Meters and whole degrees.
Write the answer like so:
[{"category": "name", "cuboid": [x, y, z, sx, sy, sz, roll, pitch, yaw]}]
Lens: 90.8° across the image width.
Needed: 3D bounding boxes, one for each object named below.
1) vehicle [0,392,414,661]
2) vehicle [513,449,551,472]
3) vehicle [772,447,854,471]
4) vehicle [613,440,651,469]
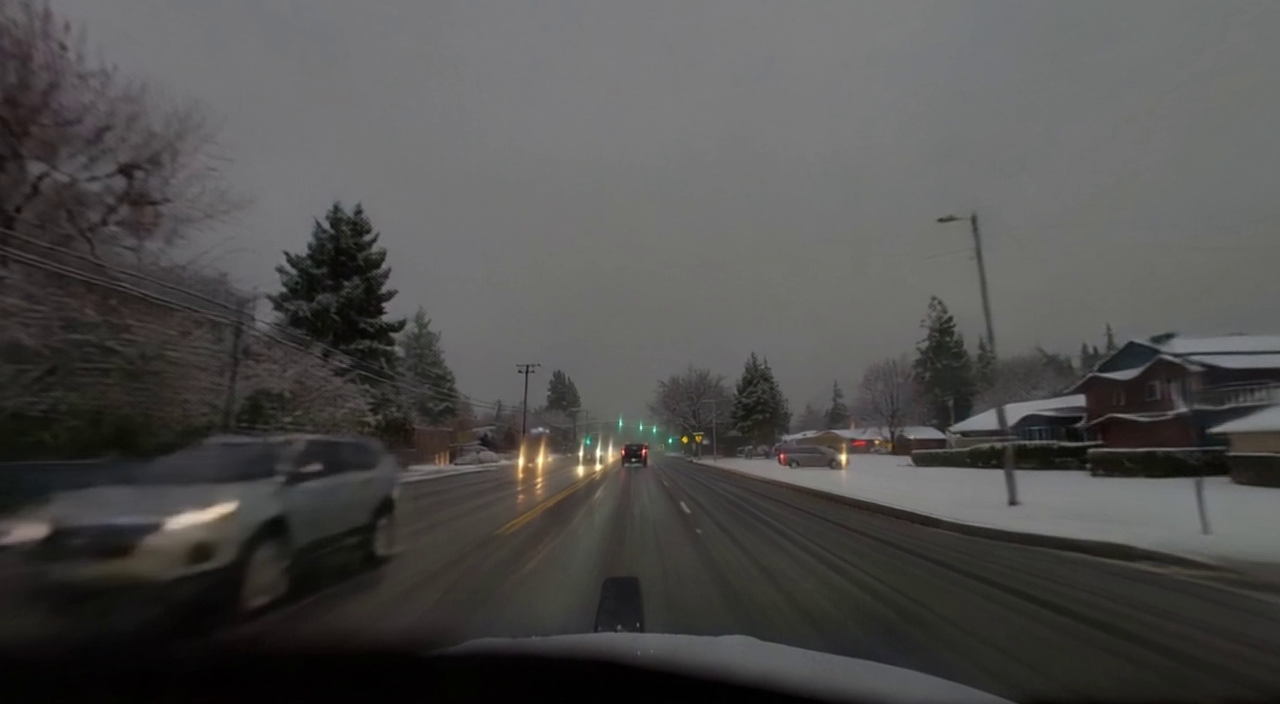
[{"category": "vehicle", "cuboid": [-4.012, 1.457, 6.275, 1.955, 1.723, 4.287, 0, -9, -1]}, {"category": "vehicle", "cuboid": [-7.502, 7.538, 44.046, 1.961, 1.510, 3.827, 0, -9, 0]}, {"category": "vehicle", "cuboid": [11.100, 6.887, 40.818, 4.697, 1.462, 1.881, 0, -8, -2]}, {"category": "vehicle", "cuboid": [-0.474, 7.398, 45.591, 2.554, 1.902, 5.329, 0, -9, 1]}]
